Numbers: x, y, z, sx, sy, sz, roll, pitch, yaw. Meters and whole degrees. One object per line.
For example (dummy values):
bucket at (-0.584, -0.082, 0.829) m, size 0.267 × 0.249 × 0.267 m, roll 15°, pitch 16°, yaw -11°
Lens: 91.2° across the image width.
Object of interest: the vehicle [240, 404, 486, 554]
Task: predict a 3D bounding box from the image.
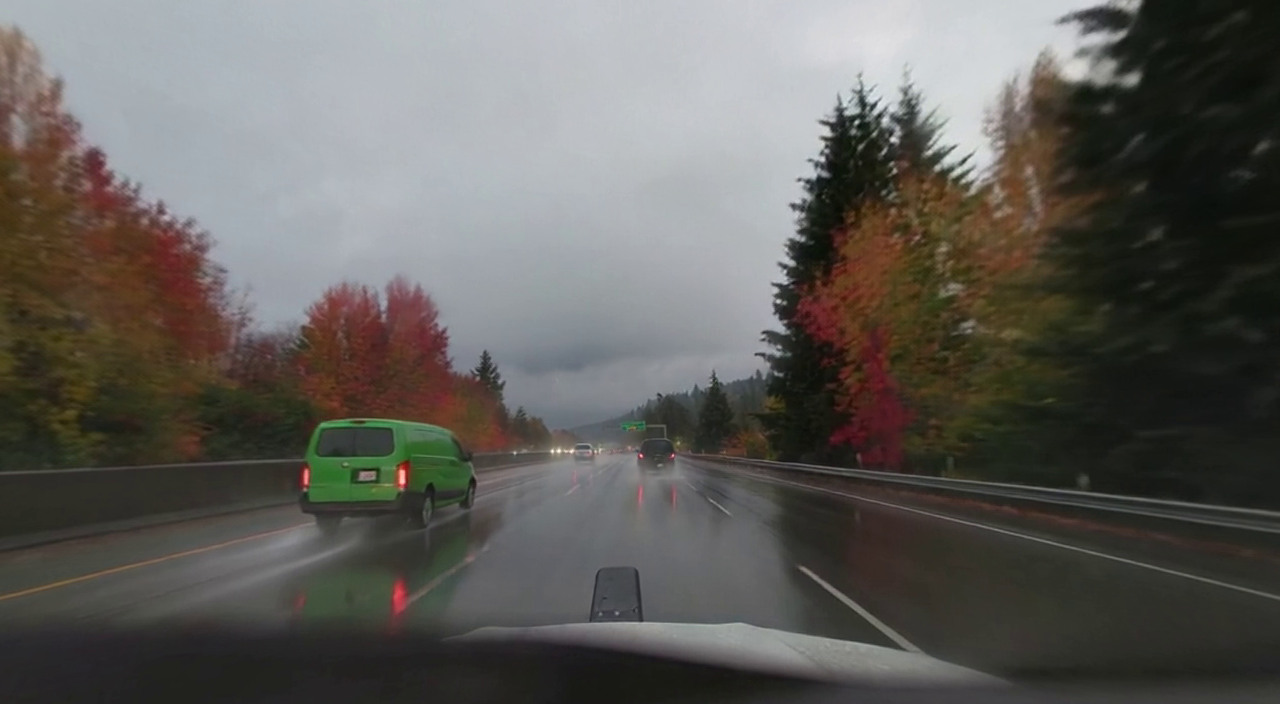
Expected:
vehicle at (-3.848, 1.846, 9.629) m, size 2.021 × 1.790 × 3.907 m, roll 0°, pitch -9°, yaw -1°

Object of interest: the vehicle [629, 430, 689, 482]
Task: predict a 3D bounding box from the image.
vehicle at (0.661, 4.297, 26.075) m, size 2.179 × 1.930 × 4.538 m, roll 0°, pitch -9°, yaw -2°

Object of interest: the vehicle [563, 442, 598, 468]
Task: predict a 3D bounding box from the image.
vehicle at (-4.082, 7.201, 43.955) m, size 2.088 × 1.688 × 4.365 m, roll 0°, pitch -9°, yaw -1°
